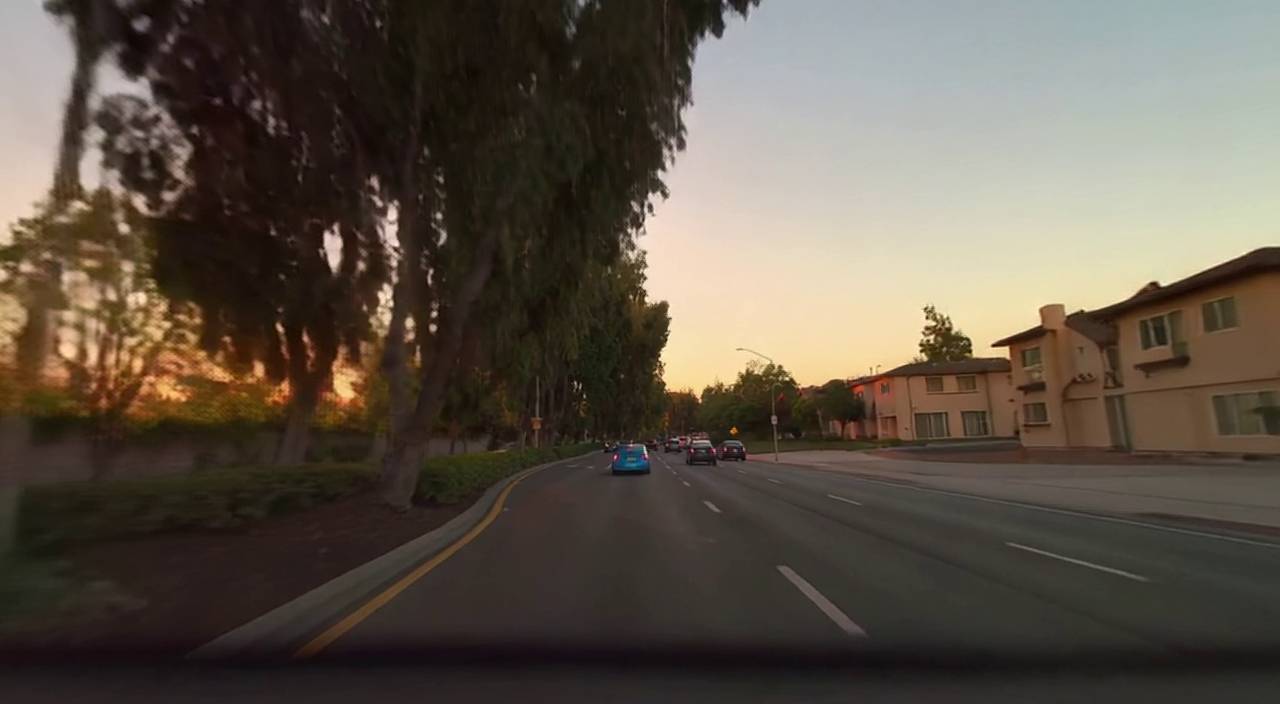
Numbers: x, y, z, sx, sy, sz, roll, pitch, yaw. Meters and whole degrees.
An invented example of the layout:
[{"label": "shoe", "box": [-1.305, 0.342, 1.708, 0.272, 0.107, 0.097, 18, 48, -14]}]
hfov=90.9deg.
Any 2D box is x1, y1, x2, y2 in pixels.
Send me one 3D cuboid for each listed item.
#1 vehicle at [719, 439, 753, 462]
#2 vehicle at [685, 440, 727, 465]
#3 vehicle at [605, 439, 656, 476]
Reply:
[{"label": "vehicle", "box": [7.414, 7.660, 49.263, 1.972, 1.700, 4.269, 0, -8, 0]}, {"label": "vehicle", "box": [4.148, 6.454, 40.521, 2.067, 1.514, 4.188, 0, -8, -3]}, {"label": "vehicle", "box": [-0.389, 4.633, 27.931, 2.102, 1.481, 3.907, 0, -8, 0]}]
